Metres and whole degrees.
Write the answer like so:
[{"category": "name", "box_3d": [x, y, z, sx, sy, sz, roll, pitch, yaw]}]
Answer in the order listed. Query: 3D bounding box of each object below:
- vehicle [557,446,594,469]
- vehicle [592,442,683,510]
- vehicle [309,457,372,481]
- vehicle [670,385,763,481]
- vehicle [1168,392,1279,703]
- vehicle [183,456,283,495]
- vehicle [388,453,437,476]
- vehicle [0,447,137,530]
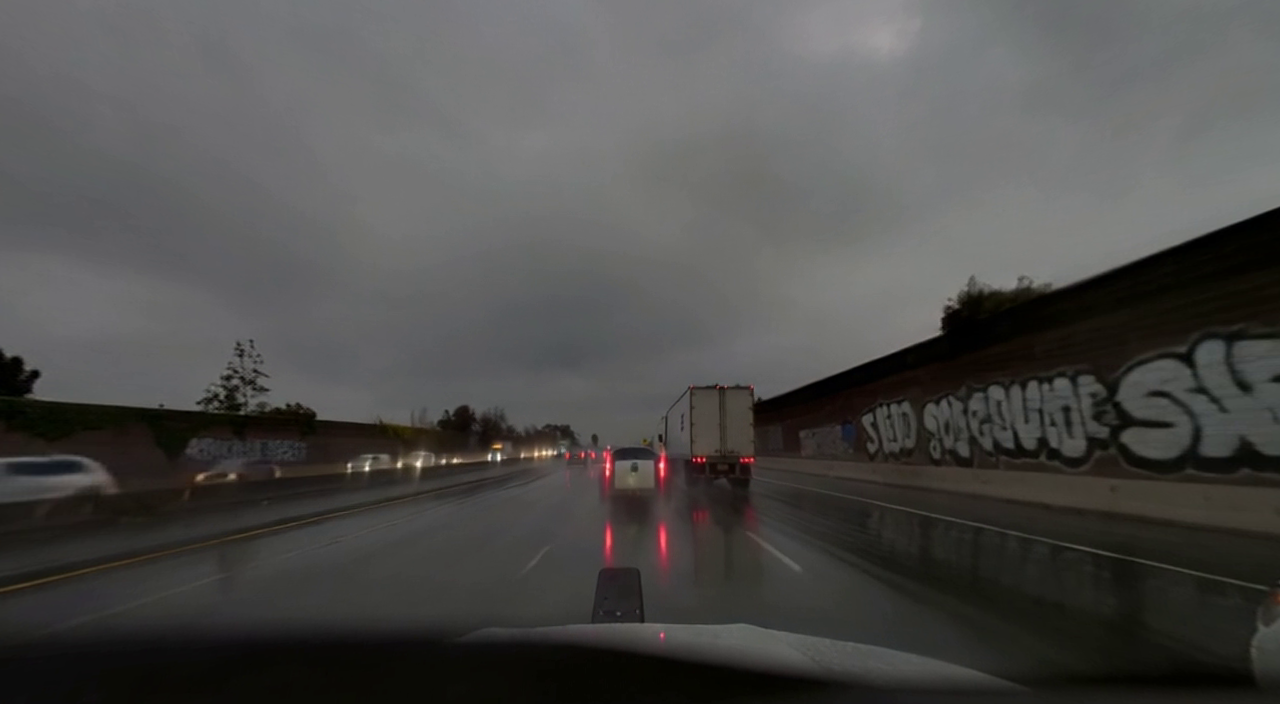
[{"category": "vehicle", "box_3d": [-4.355, 7.204, 42.991, 2.067, 1.481, 4.085, -1, -9, 1]}, {"category": "vehicle", "box_3d": [-0.114, 3.092, 16.175, 2.033, 1.468, 4.015, 0, -9, -1]}, {"category": "vehicle", "box_3d": [-21.013, 8.211, 44.346, 2.070, 1.453, 4.840, 0, -9, -1]}, {"category": "vehicle", "box_3d": [3.560, 4.467, 33.677, 2.902, 4.014, 14.446, 0, -9, -1]}, {"category": "vehicle", "box_3d": [3.424, 0.602, 0.406, 1.996, 1.497, 4.754, 0, -9, -1]}, {"category": "vehicle", "box_3d": [-17.200, 5.222, 26.811, 1.704, 1.435, 3.861, 0, -8, 0]}, {"category": "vehicle", "box_3d": [-15.658, 7.760, 43.493, 1.908, 1.458, 4.057, 0, -9, -1]}, {"category": "vehicle", "box_3d": [-12.469, 2.580, 12.079, 1.927, 1.477, 4.508, 0, -9, -1]}]
